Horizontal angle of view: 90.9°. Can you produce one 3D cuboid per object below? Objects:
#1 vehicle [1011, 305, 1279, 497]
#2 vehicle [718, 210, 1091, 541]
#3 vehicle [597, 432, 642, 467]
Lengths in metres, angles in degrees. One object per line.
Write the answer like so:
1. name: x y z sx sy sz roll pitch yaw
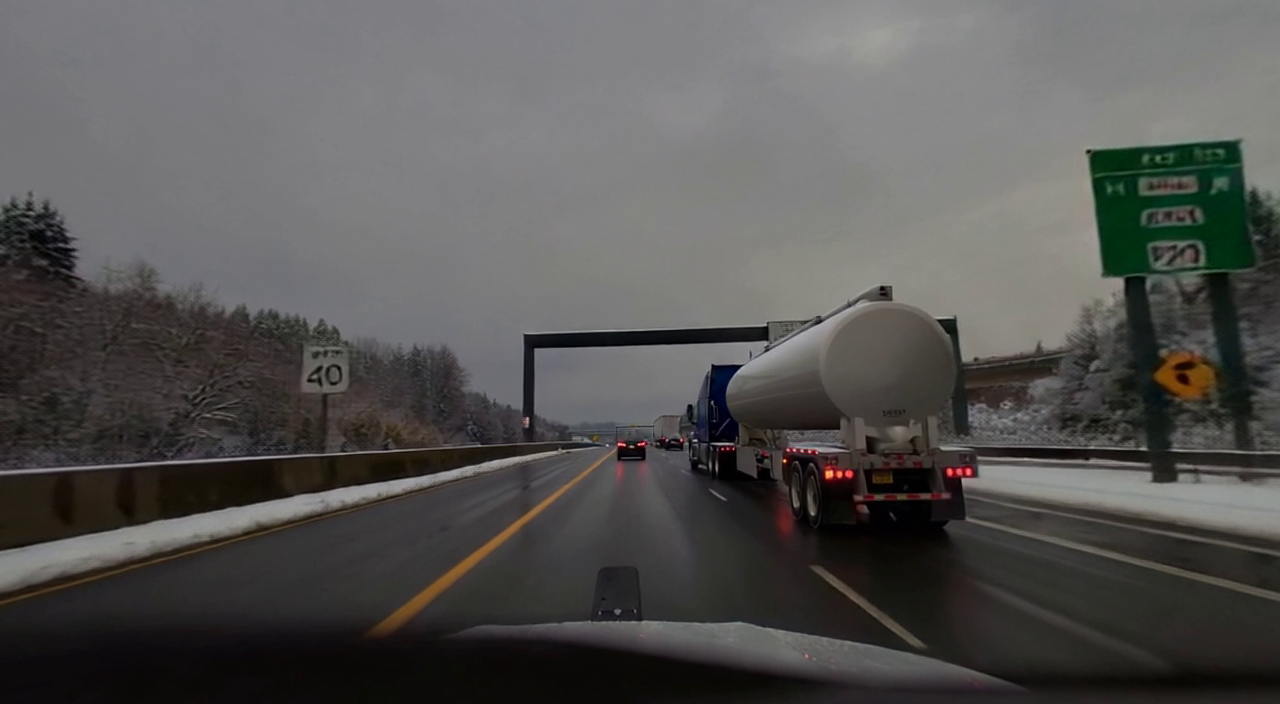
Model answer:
1. vehicle: 14.957 1.525 17.084 2.878 4.124 10.050 1 -8 -5
2. vehicle: 3.621 0.835 12.022 2.826 3.905 9.262 0 -8 -2
3. vehicle: -0.952 4.602 29.962 2.000 1.510 3.518 0 -8 -1
